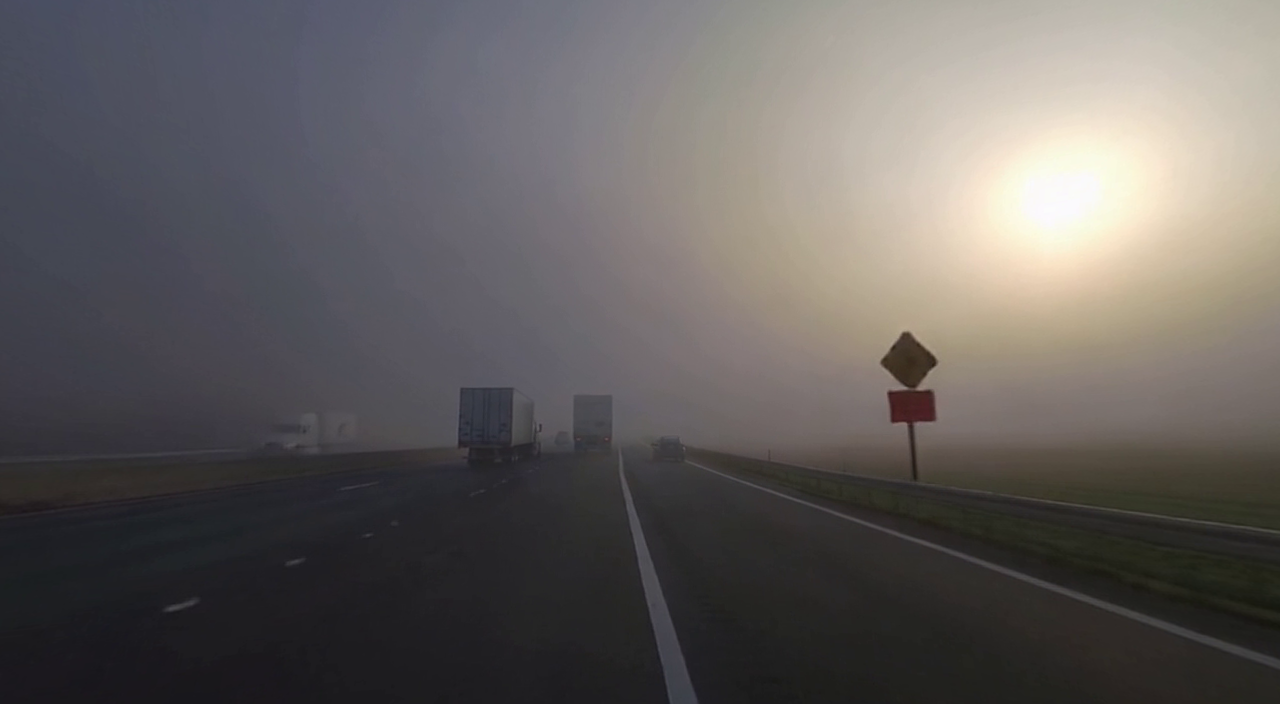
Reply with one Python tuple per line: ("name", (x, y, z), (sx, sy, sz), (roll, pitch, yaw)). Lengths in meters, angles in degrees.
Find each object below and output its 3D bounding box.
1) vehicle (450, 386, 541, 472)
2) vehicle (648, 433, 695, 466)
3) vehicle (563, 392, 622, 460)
("vehicle", (-6.310, 3.527, 28.623), (2.728, 3.405, 7.096), (0, -8, -3))
("vehicle", (1.477, 4.726, 30.628), (1.891, 1.477, 3.599), (0, -8, -3))
("vehicle", (-3.377, 5.624, 46.449), (3.475, 4.037, 17.454), (0, -8, -4))
